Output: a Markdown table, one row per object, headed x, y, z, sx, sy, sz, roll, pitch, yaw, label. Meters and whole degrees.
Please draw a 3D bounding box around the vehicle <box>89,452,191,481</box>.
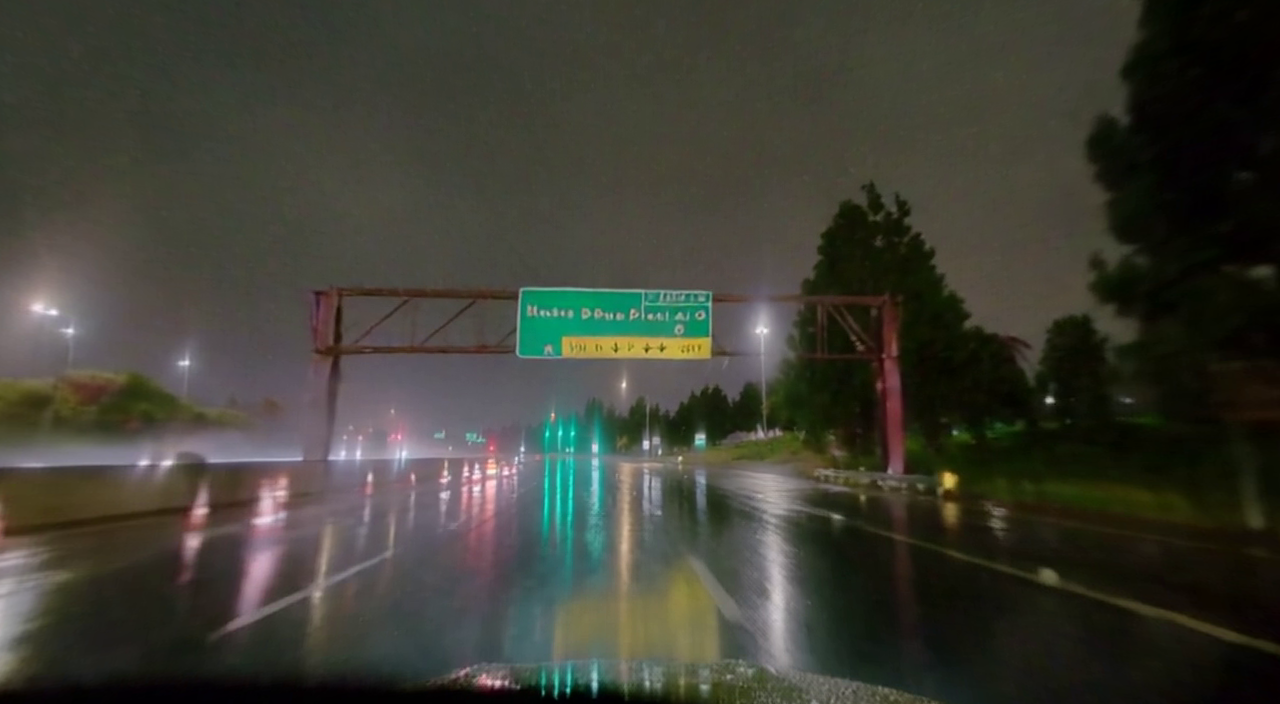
| x | y | z | sx | sy | sz | roll | pitch | yaw | label |
| --- | --- | --- | --- | --- | --- | --- | --- | --- | --- |
| -28.414 | 6.499 | 36.031 | 2.148 | 1.505 | 4.735 | 0 | -9 | -4 | vehicle |
